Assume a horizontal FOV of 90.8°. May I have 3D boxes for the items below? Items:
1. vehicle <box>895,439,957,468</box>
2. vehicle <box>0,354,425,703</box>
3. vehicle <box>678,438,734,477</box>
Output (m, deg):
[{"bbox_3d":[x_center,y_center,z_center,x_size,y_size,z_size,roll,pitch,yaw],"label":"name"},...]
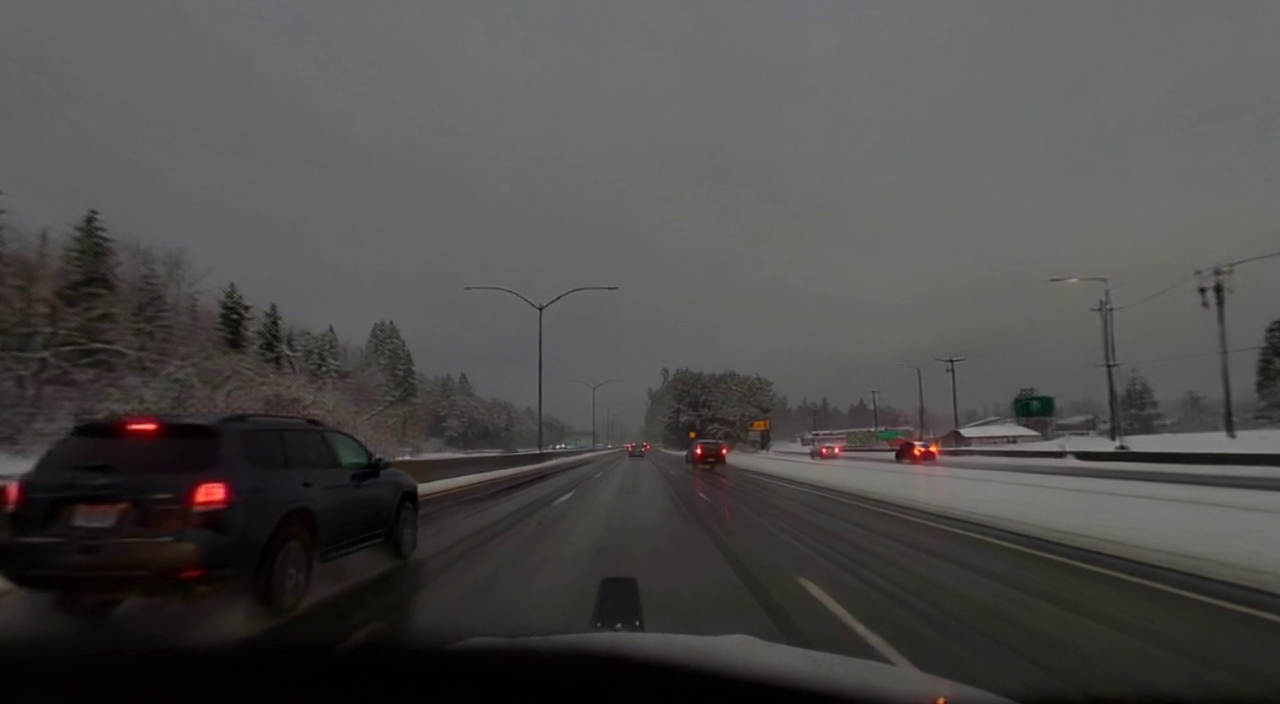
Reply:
[{"bbox_3d":[18.606,6.642,41.370,2.070,1.782,5.006,-1,-9,4],"label":"vehicle"},{"bbox_3d":[-3.563,1.187,5.011,2.099,1.682,4.590,0,-9,0],"label":"vehicle"},{"bbox_3d":[2.892,4.735,28.573,1.997,1.638,4.281,0,-9,-1],"label":"vehicle"}]
